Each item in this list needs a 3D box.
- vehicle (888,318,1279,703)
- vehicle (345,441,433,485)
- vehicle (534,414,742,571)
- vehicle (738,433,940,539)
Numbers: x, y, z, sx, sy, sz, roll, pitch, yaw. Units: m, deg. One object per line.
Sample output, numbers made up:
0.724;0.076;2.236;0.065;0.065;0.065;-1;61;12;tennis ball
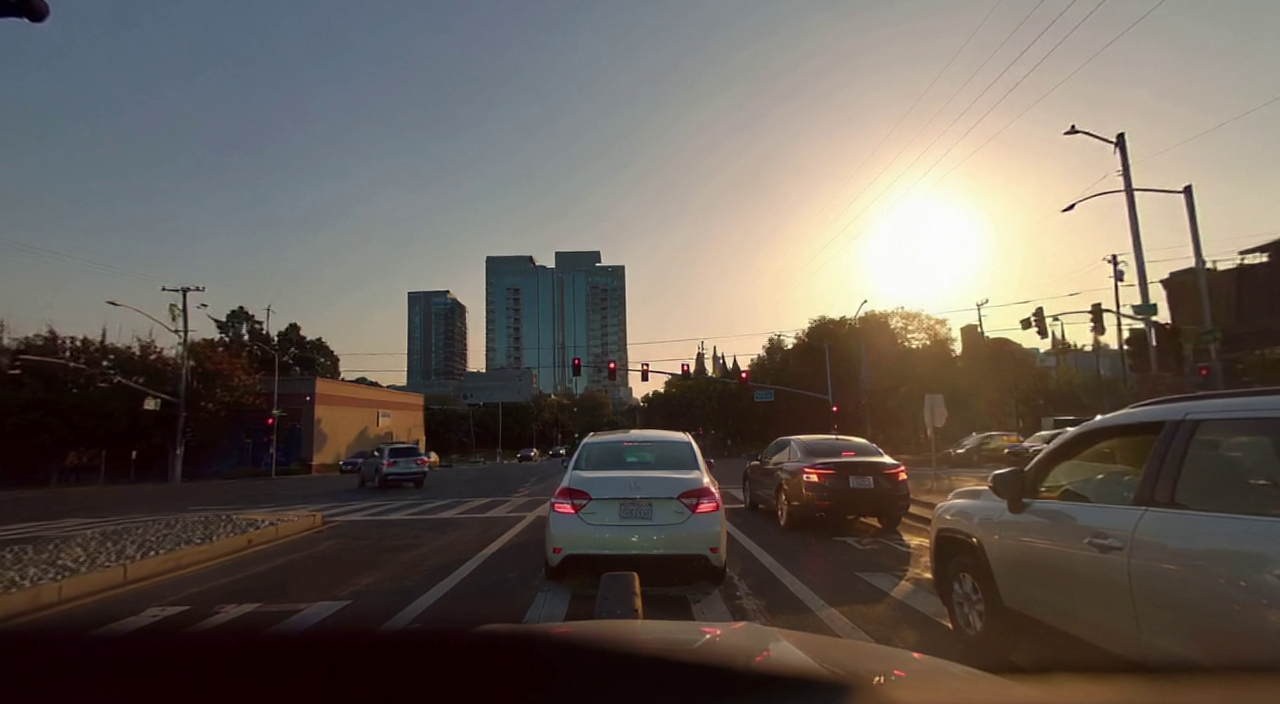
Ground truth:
3.002;0.865;2.660;2.103;1.701;4.294;0;-8;-1;vehicle
-11.491;4.984;28.798;2.021;1.837;4.448;8;-12;-44;vehicle
-0.068;1.782;8.747;2.188;1.637;4.027;0;-8;-1;vehicle
3.153;2.209;11.128;2.001;1.463;4.398;0;-8;-2;vehicle
